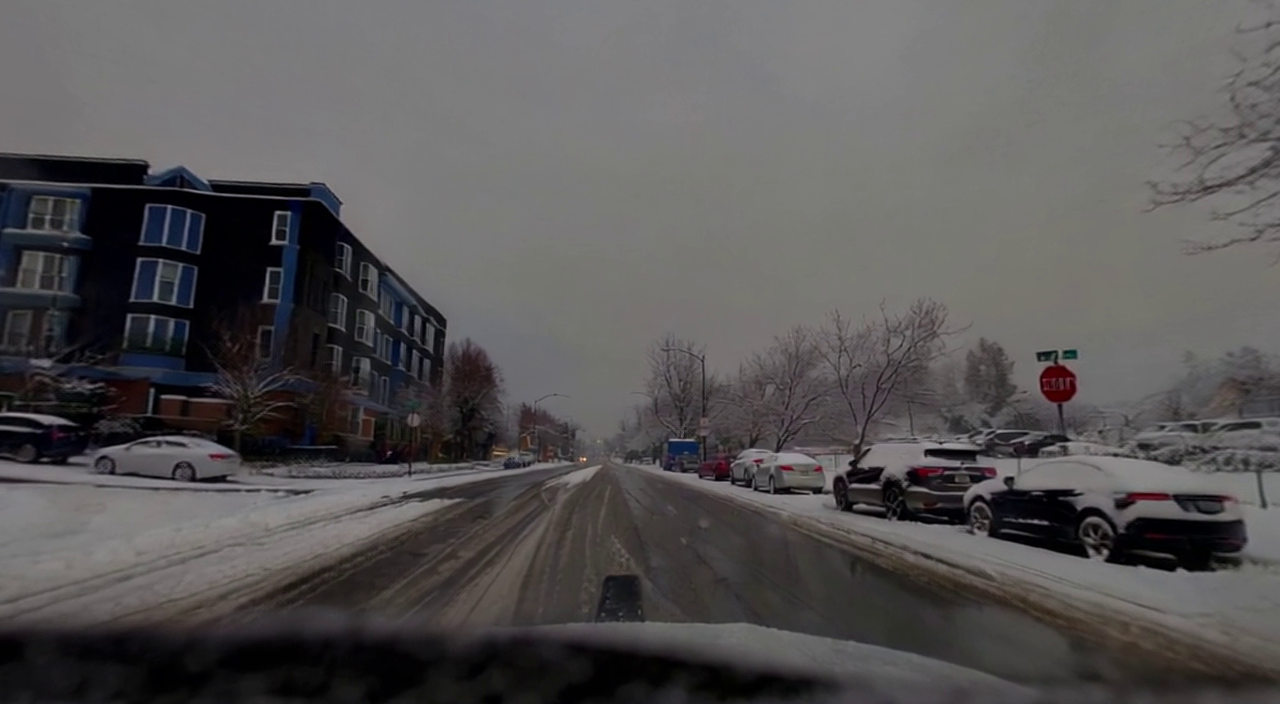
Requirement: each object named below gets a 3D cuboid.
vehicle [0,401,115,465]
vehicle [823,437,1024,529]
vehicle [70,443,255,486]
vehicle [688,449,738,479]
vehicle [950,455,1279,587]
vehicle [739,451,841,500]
[{"bbox_3d":[-21.307,2.757,22.010,4.598,1.645,2.019,6,-7,13],"label":"vehicle"},{"bbox_3d":[6.159,2.867,14.554,1.917,1.704,4.840,1,-9,-7],"label":"vehicle"},{"bbox_3d":[-16.180,3.804,21.695,4.603,1.335,1.889,2,-9,-14],"label":"vehicle"},{"bbox_3d":[4.017,6.278,35.668,1.901,1.495,4.340,0,-9,-6],"label":"vehicle"},{"bbox_3d":[6.593,2.218,9.151,1.900,1.368,4.176,0,-8,-3],"label":"vehicle"},{"bbox_3d":[5.302,4.425,23.140,2.122,1.554,4.777,1,-9,-6],"label":"vehicle"}]
